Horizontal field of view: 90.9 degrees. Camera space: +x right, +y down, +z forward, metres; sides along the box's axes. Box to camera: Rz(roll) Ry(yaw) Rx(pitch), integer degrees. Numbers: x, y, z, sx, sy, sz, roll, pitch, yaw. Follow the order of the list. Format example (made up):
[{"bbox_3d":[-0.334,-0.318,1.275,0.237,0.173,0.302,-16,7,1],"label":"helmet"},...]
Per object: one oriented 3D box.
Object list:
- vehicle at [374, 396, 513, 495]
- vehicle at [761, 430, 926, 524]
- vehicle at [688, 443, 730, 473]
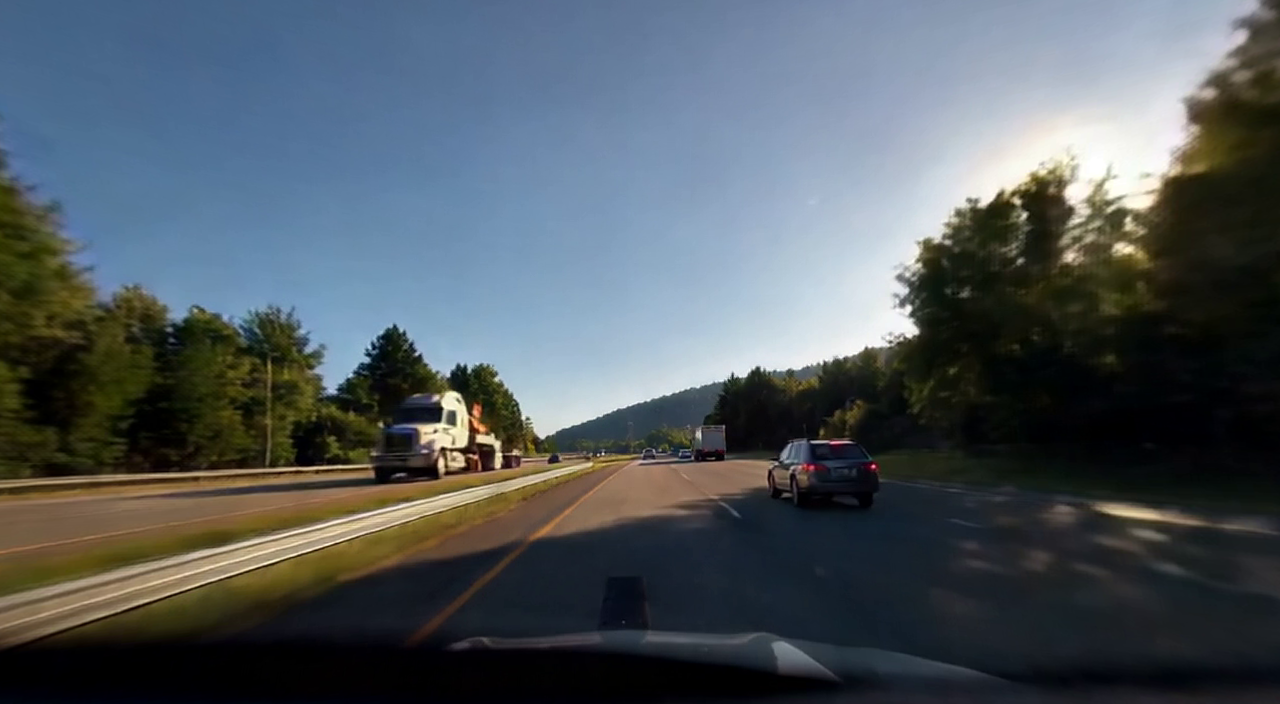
[{"bbox_3d":[-7.782,3.953,26.530,3.011,3.465,8.510,0,-9,0],"label":"vehicle"},{"bbox_3d":[3.934,2.496,13.037,2.005,1.604,4.002,0,-9,-1],"label":"vehicle"},{"bbox_3d":[4.137,6.432,38.354,2.022,1.658,4.132,0,-9,-1],"label":"vehicle"}]
